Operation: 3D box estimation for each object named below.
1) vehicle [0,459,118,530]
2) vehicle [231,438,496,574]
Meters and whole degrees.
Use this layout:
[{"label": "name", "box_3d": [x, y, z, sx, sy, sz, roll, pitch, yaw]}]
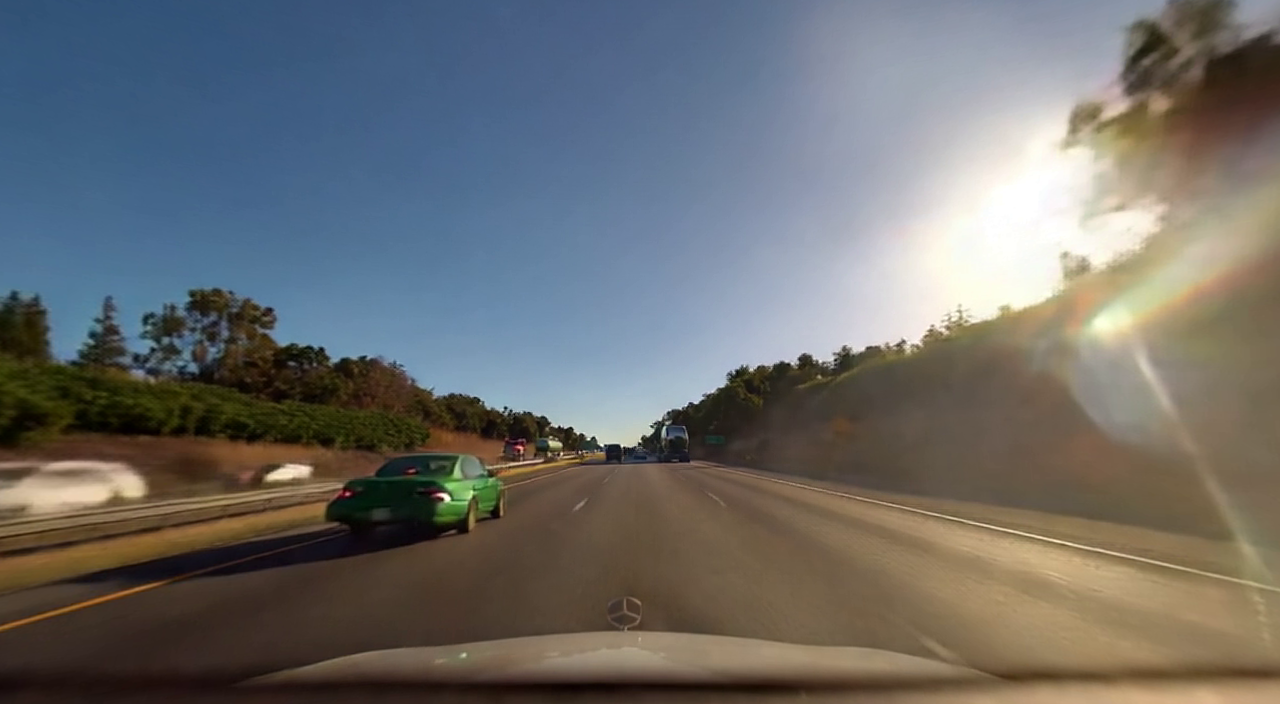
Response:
[{"label": "vehicle", "box_3d": [-15.150, 3.392, 15.183, 1.786, 1.510, 3.926, 0, -9, 0]}, {"label": "vehicle", "box_3d": [-3.562, 2.040, 9.099, 2.013, 1.498, 3.908, -1, -9, 1]}]
